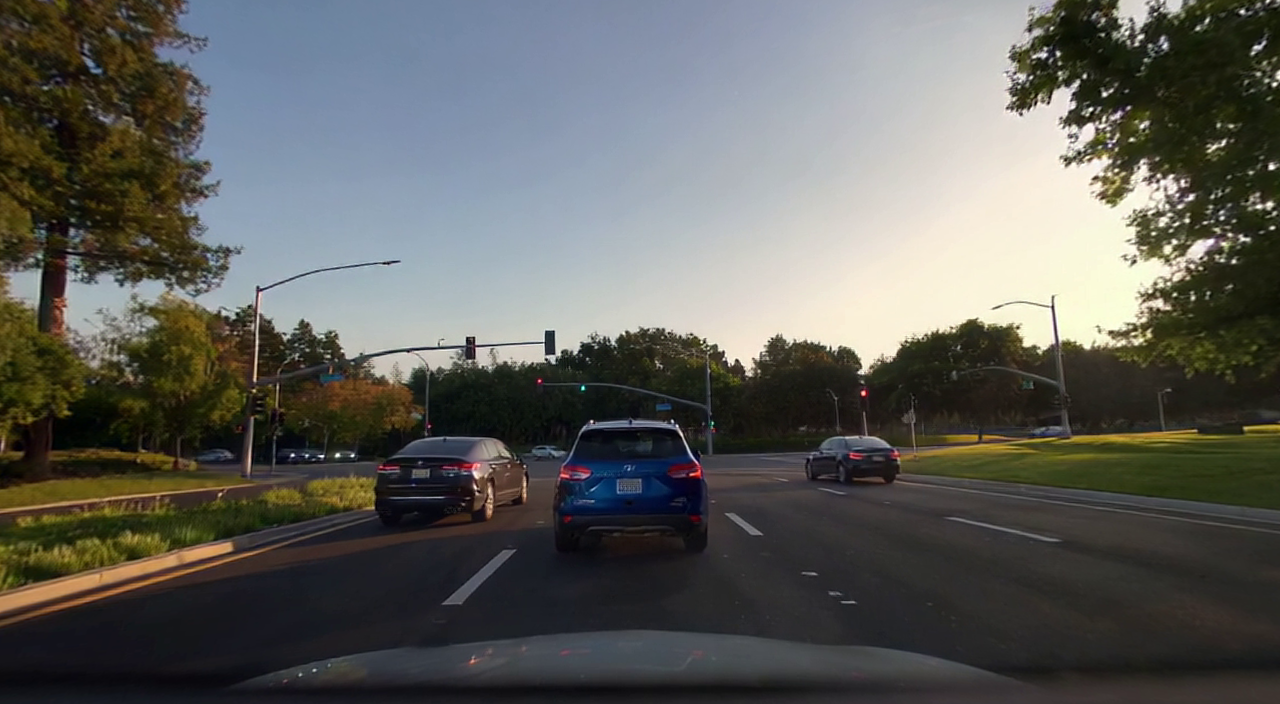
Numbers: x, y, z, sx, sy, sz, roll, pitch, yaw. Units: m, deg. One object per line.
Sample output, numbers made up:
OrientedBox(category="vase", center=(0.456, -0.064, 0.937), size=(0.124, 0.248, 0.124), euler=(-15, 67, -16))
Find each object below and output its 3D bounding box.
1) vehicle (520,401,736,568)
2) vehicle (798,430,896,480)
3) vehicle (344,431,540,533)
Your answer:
OrientedBox(category="vehicle", center=(-0.126, 1.719, 8.869), size=(2.298, 1.770, 4.138), euler=(0, -8, 0))
OrientedBox(category="vehicle", center=(8.034, 4.045, 25.043), size=(2.166, 1.761, 4.692), euler=(0, -8, -1))
OrientedBox(category="vehicle", center=(-3.366, 2.325, 12.039), size=(2.061, 1.504, 5.142), euler=(0, -8, 0))
